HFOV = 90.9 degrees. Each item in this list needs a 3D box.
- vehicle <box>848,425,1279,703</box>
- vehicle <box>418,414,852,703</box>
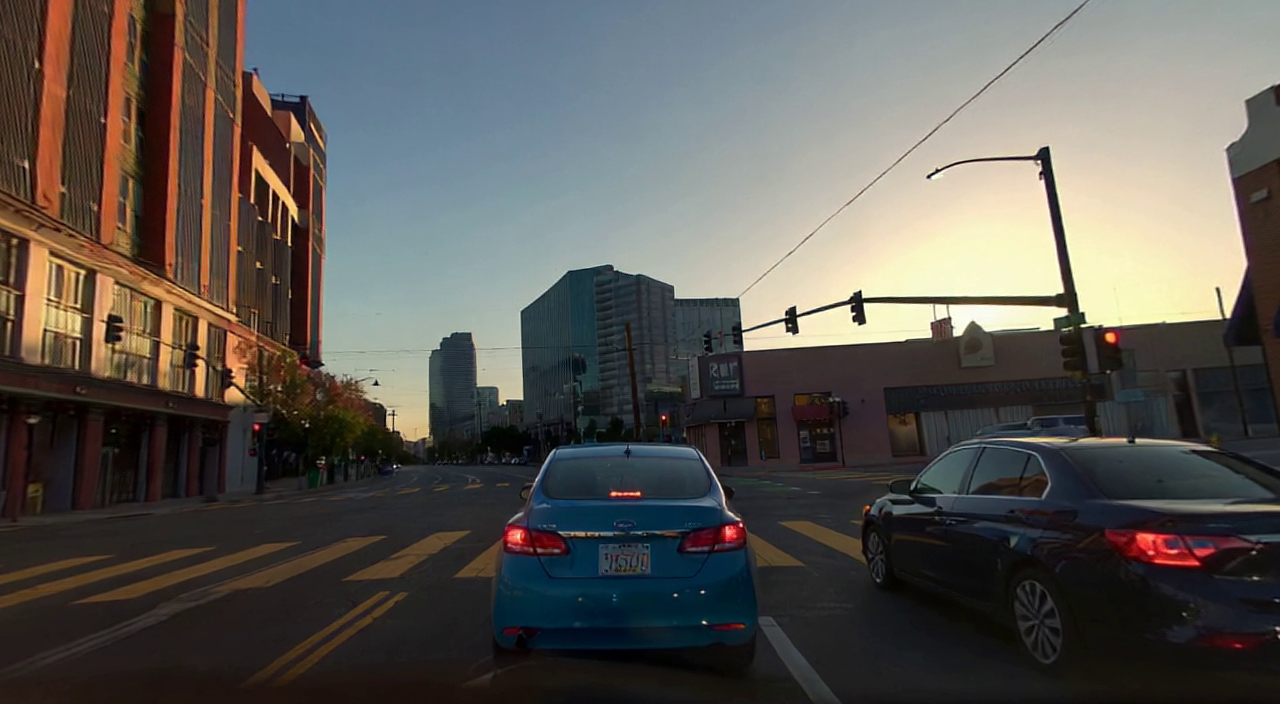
[{"bbox_3d":[3.354,1.375,5.081,1.860,1.430,4.089,0,-8,-1],"label":"vehicle"},{"bbox_3d":[-0.054,1.349,5.149,2.094,1.481,4.078,0,-8,-1],"label":"vehicle"}]
